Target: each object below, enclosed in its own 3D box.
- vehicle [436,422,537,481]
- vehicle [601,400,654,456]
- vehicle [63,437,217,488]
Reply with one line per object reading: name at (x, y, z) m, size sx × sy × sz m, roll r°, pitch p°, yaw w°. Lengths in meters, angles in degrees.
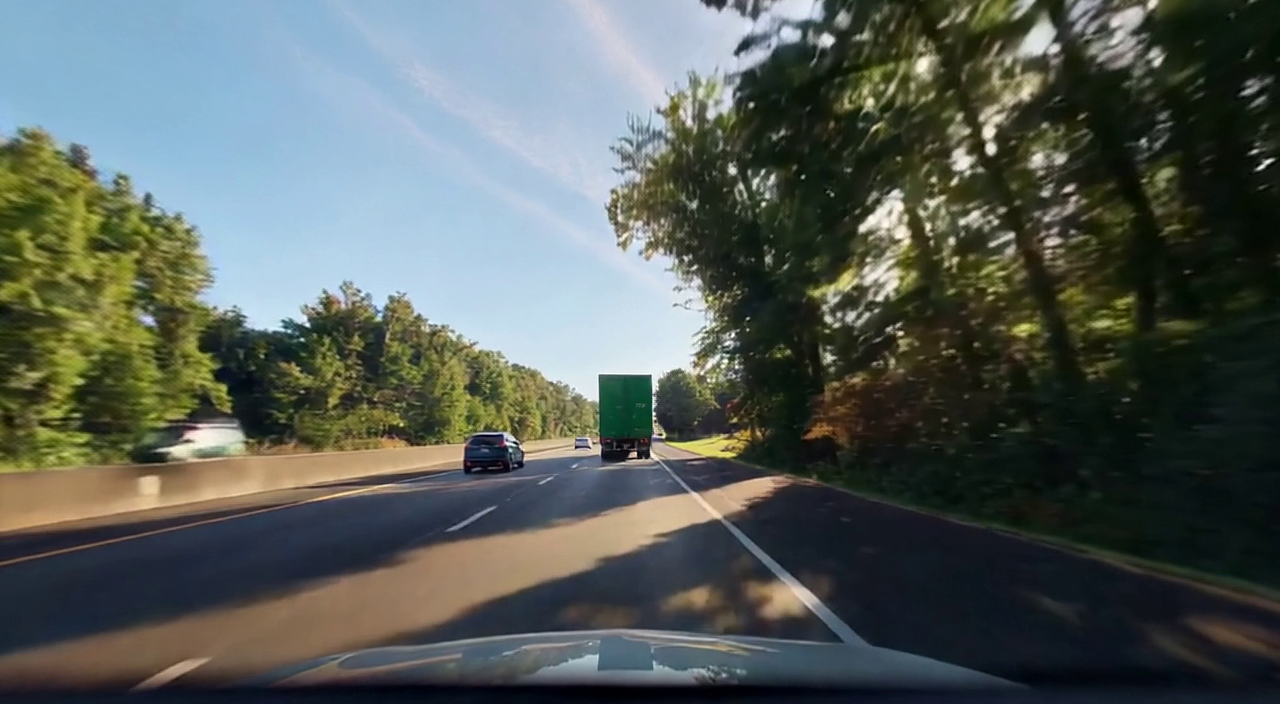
vehicle at (-4.853, 3.218, 20.636) m, size 2.138 × 1.697 × 4.587 m, roll 0°, pitch -8°, yaw 0°
vehicle at (-0.584, 3.480, 28.630) m, size 2.319 × 2.461 × 1.270 m, roll 1°, pitch -8°, yaw -3°
vehicle at (-18.022, 3.959, 23.058) m, size 2.024 × 1.664 × 4.381 m, roll 0°, pitch -8°, yaw 0°
